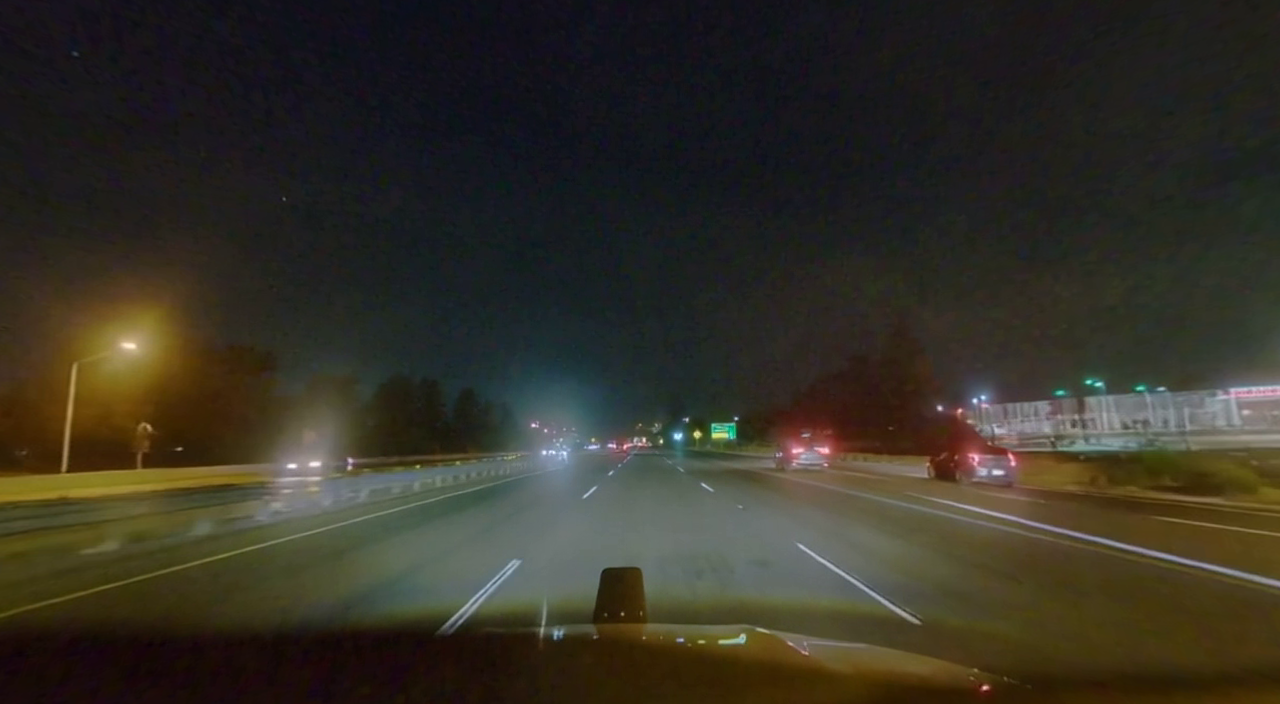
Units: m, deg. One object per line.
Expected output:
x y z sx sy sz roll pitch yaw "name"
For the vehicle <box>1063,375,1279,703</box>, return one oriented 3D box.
3.788 0.709 1.508 2.071 1.560 4.983 0 -8 0 "vehicle"
